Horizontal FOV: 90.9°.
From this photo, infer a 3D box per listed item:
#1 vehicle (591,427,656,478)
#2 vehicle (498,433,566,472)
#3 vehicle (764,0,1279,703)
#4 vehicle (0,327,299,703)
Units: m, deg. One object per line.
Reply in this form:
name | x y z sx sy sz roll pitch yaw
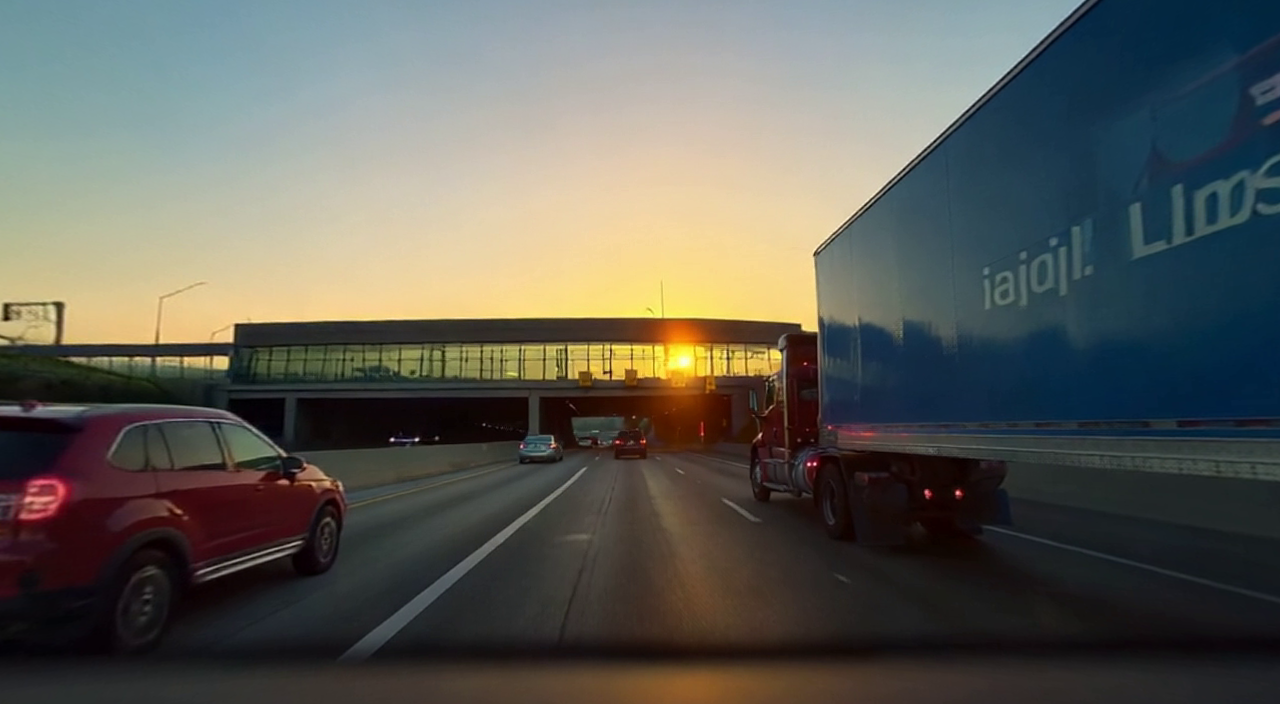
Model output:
vehicle | -0.545 3.490 22.110 2.094 1.600 3.666 0 -8 -1
vehicle | -4.309 4.066 25.762 2.019 1.435 4.317 0 -8 0
vehicle | 3.959 0.011 5.142 2.842 4.108 14.081 0 -8 -1
vehicle | -3.368 0.848 3.041 1.826 1.695 2.870 0 -8 -1
